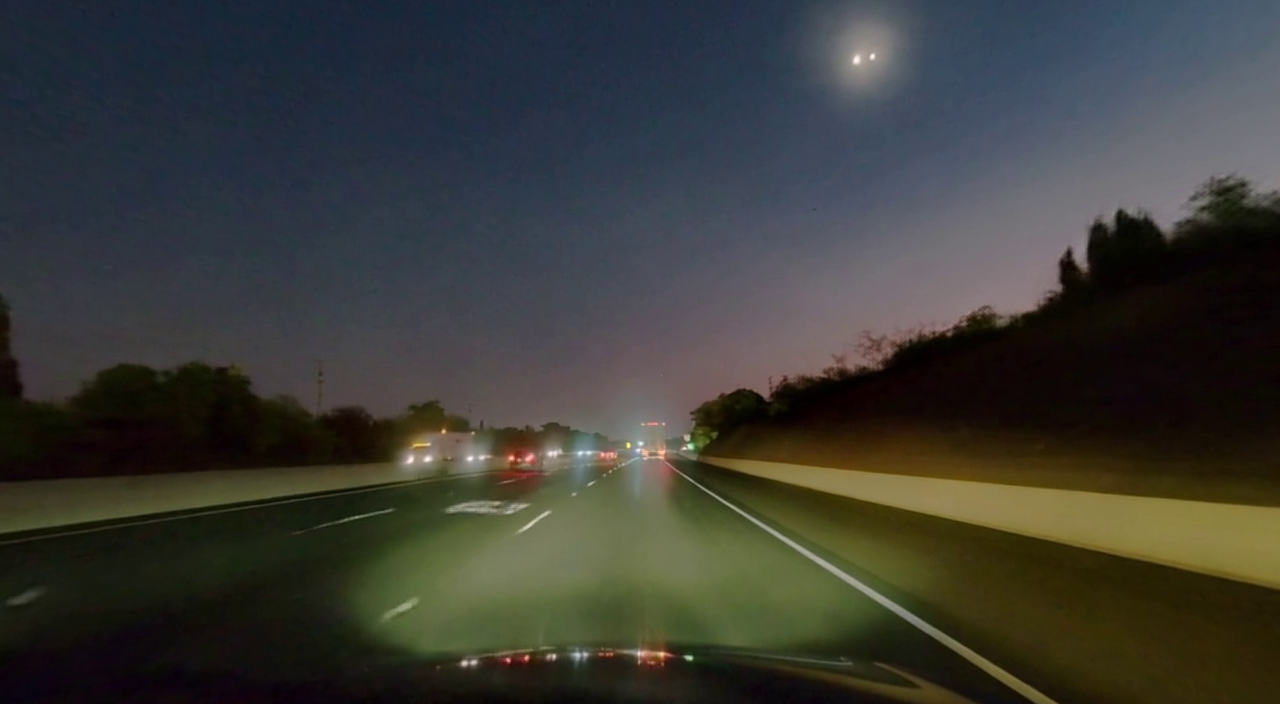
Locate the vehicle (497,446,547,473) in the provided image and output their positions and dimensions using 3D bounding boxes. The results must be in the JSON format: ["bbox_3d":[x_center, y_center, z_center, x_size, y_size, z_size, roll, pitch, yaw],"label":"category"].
[{"bbox_3d":[-7.109,6.543,38.432,2.031,1.521,4.503,0,-9,1],"label":"vehicle"}]
